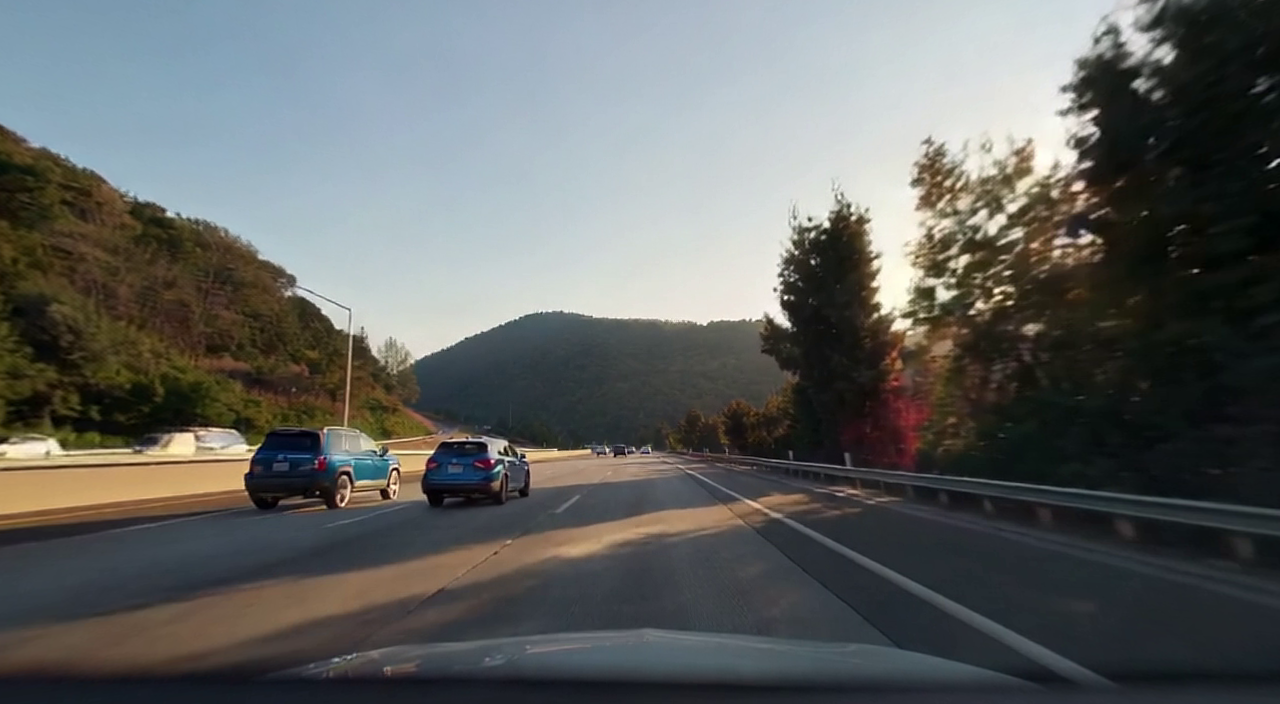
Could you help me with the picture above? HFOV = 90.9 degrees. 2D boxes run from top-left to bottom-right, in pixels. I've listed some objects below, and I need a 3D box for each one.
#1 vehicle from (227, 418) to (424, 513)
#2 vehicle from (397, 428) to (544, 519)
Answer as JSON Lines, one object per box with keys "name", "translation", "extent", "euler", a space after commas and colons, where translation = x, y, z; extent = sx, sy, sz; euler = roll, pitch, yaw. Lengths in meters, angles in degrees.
{"name": "vehicle", "translation": [-7.283, 2.697, 15.421], "extent": [2.151, 1.925, 4.945], "euler": [0, -9, 1]}
{"name": "vehicle", "translation": [-3.499, 2.592, 13.954], "extent": [1.983, 1.663, 4.290], "euler": [0, -9, 1]}
